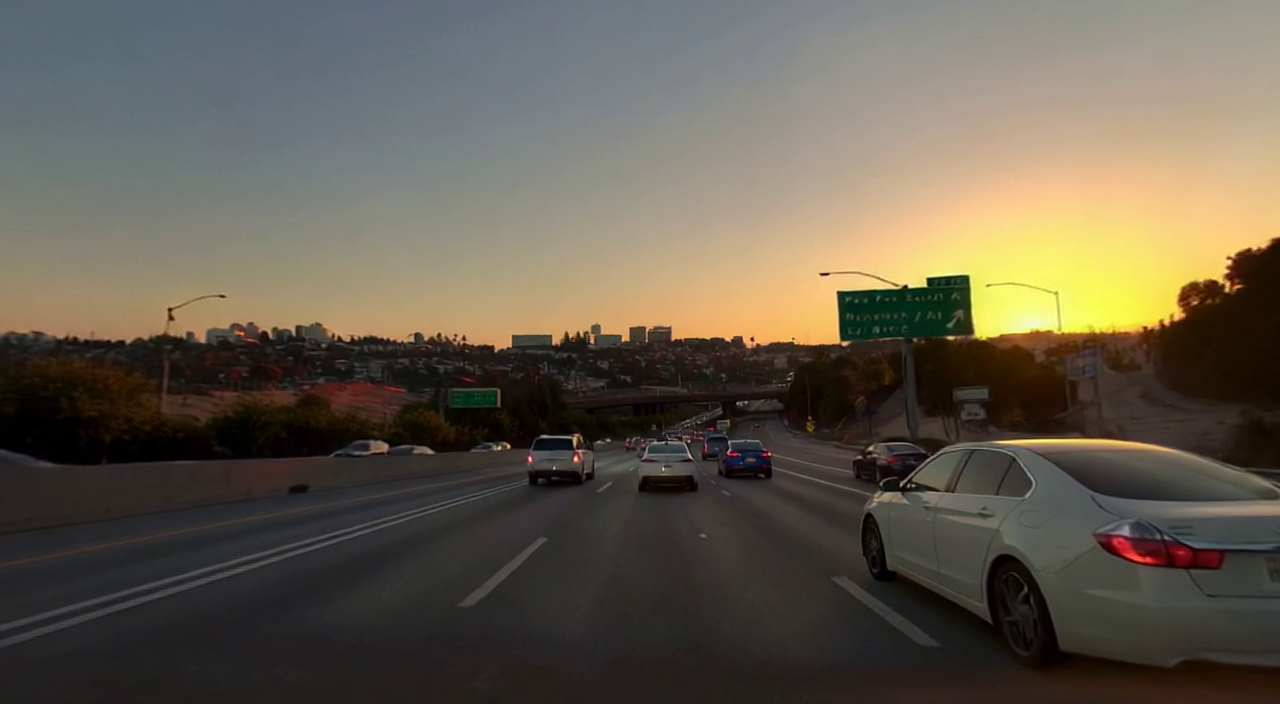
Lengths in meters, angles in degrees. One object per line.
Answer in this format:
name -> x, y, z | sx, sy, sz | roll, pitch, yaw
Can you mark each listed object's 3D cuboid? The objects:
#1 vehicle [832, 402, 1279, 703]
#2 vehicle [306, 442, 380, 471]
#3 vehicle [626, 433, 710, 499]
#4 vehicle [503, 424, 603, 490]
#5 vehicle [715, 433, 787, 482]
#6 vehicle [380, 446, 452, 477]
vehicle -> 3.126, 1.285, 4.663 | 2.009, 1.489, 4.559 | 0, -9, 1
vehicle -> -18.103, 6.392, 38.646 | 1.999, 1.683, 4.555 | -1, -9, 4
vehicle -> 0.773, 3.133, 17.622 | 2.074, 1.614, 3.803 | 0, -9, 2
vehicle -> -2.786, 3.565, 21.657 | 2.434, 1.965, 5.305 | 0, -9, 3
vehicle -> 4.121, 4.021, 24.127 | 2.076, 1.684, 4.241 | 0, -9, 2
vehicle -> -11.645, 5.714, 33.046 | 1.906, 1.499, 4.426 | -1, -9, 4
